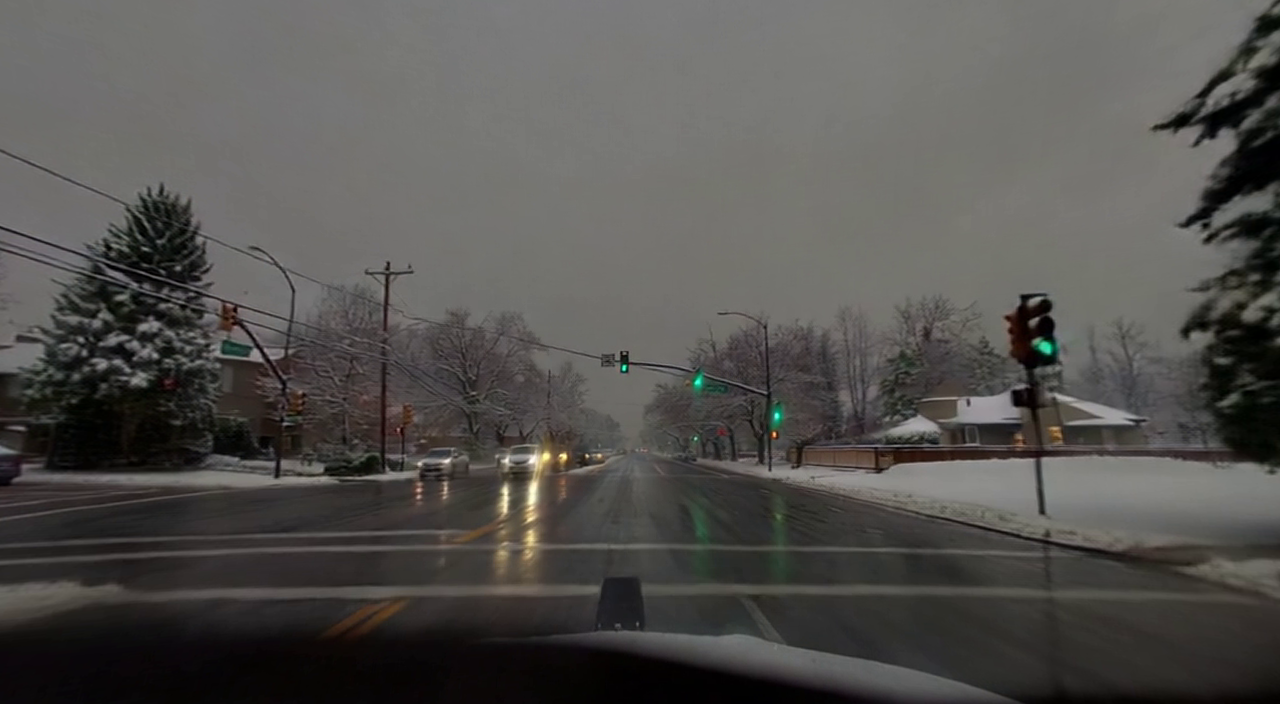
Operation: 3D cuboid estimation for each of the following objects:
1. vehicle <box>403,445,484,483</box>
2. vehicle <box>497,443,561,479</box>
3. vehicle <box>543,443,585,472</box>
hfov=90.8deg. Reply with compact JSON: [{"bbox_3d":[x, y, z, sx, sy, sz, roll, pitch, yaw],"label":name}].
[{"bbox_3d":[-8.379,4.780,27.416,1.985,1.475,4.383,0,-8,2],"label":"vehicle"},{"bbox_3d":[-4.817,4.749,27.926,2.003,1.462,4.220,0,-8,1],"label":"vehicle"},{"bbox_3d":[-4.551,6.366,38.521,1.999,1.652,3.962,0,-8,1],"label":"vehicle"}]
